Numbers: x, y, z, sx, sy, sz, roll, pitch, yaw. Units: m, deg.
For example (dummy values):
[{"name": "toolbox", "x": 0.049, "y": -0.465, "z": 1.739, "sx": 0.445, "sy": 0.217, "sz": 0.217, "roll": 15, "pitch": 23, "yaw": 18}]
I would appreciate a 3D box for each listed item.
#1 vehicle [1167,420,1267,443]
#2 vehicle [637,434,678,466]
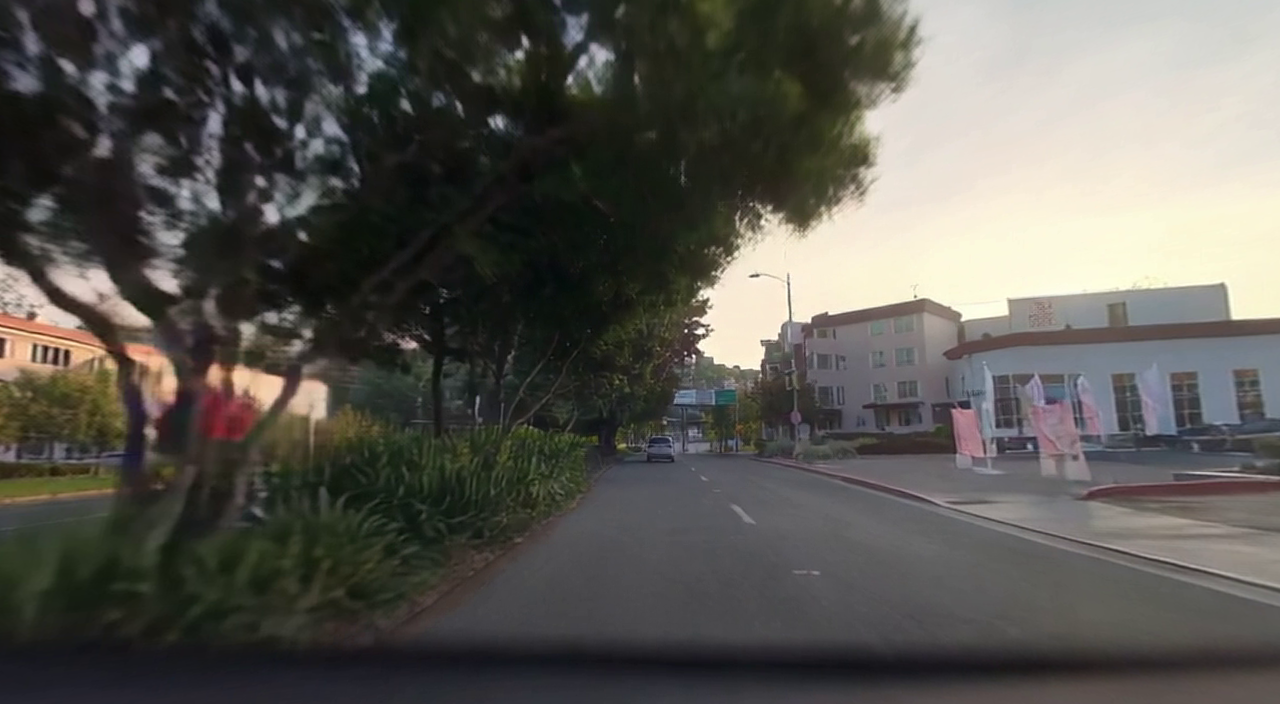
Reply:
[{"name": "vehicle", "x": 37.869, "y": 5.255, "z": 41.395, "sx": 4.637, "sy": 1.477, "sz": 1.823, "roll": 0, "pitch": -8, "yaw": 3}, {"name": "vehicle", "x": 1.073, "y": 5.675, "z": 36.700, "sx": 2.235, "sy": 1.719, "sz": 4.292, "roll": 0, "pitch": -8, "yaw": 3}]
